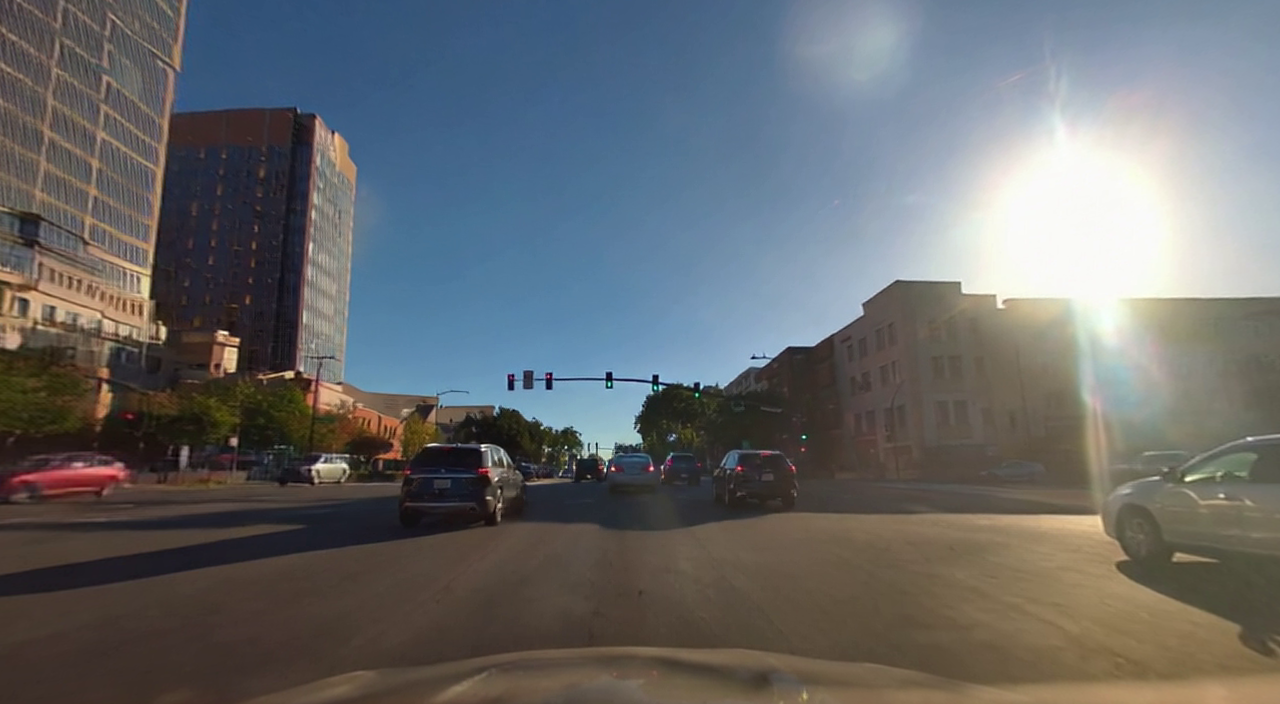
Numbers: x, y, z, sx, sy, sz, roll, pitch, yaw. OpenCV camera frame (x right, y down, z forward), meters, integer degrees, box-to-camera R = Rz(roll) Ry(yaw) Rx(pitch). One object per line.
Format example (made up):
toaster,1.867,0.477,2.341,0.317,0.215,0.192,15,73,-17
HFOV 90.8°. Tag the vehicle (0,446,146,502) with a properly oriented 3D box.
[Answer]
vehicle,-17.848,3.639,19.353,1.857,1.511,4.399,0,-9,0

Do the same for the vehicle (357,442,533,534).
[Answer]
vehicle,-3.555,2.557,12.575,2.045,1.463,4.490,0,-9,0

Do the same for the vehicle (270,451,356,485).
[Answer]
vehicle,-18.379,6.584,35.875,2.172,1.751,4.889,0,-10,1

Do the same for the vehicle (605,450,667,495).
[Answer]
vehicle,-0.183,4.351,23.234,2.098,1.461,3.958,0,-9,-1

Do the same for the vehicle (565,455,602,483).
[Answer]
vehicle,-3.716,7.801,42.347,2.033,1.714,4.278,0,-9,1

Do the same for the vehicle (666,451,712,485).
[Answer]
vehicle,2.699,6.546,35.914,2.138,1.778,4.422,0,-9,-2

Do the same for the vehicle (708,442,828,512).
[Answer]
vehicle,3.155,3.190,16.727,1.996,1.566,4.917,0,-9,-2

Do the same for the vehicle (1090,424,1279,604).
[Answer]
vehicle,6.571,1.389,5.322,1.959,1.553,4.809,0,-9,-1
